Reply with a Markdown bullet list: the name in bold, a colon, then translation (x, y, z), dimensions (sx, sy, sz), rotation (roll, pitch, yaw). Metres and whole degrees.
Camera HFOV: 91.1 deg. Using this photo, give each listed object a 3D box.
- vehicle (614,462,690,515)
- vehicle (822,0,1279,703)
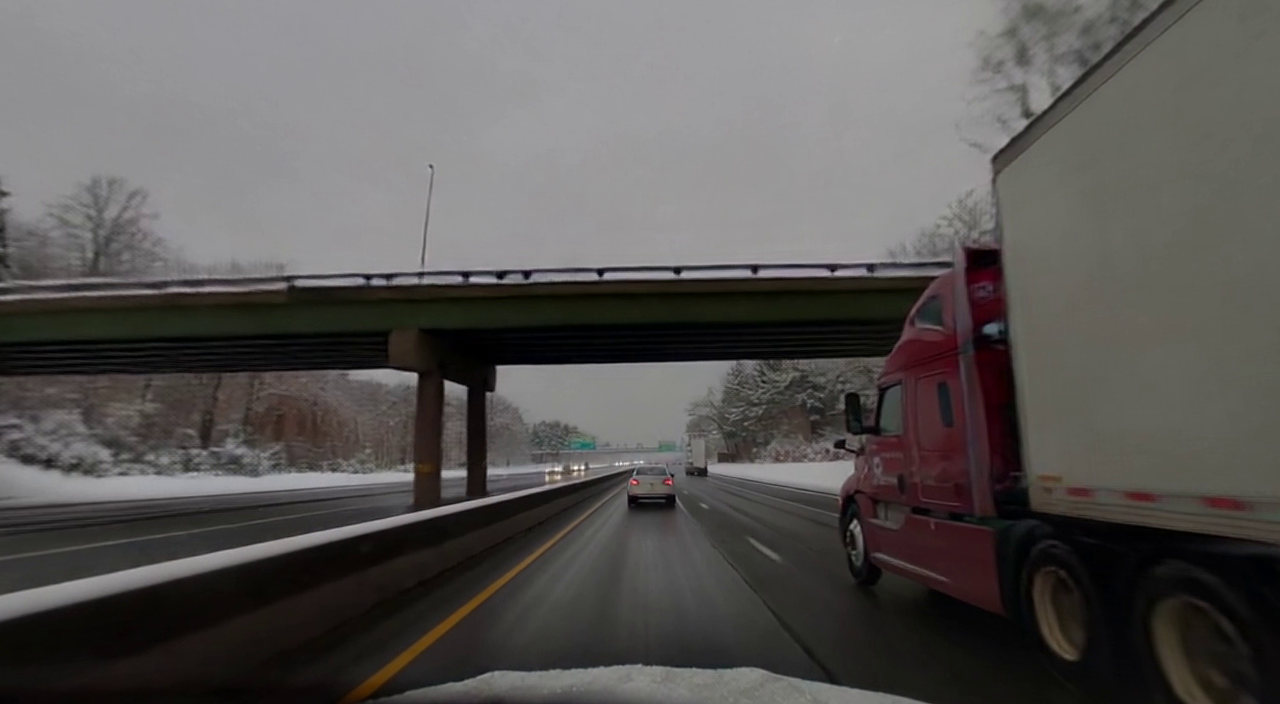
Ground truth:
- **vehicle**: translation (0.361, 4.210, 19.694), dimensions (2.156, 1.444, 3.762), rotation (1, -10, 1)
- **vehicle**: translation (4.460, -0.206, 1.692), dimensions (2.964, 4.188, 16.587), rotation (1, -10, 0)
